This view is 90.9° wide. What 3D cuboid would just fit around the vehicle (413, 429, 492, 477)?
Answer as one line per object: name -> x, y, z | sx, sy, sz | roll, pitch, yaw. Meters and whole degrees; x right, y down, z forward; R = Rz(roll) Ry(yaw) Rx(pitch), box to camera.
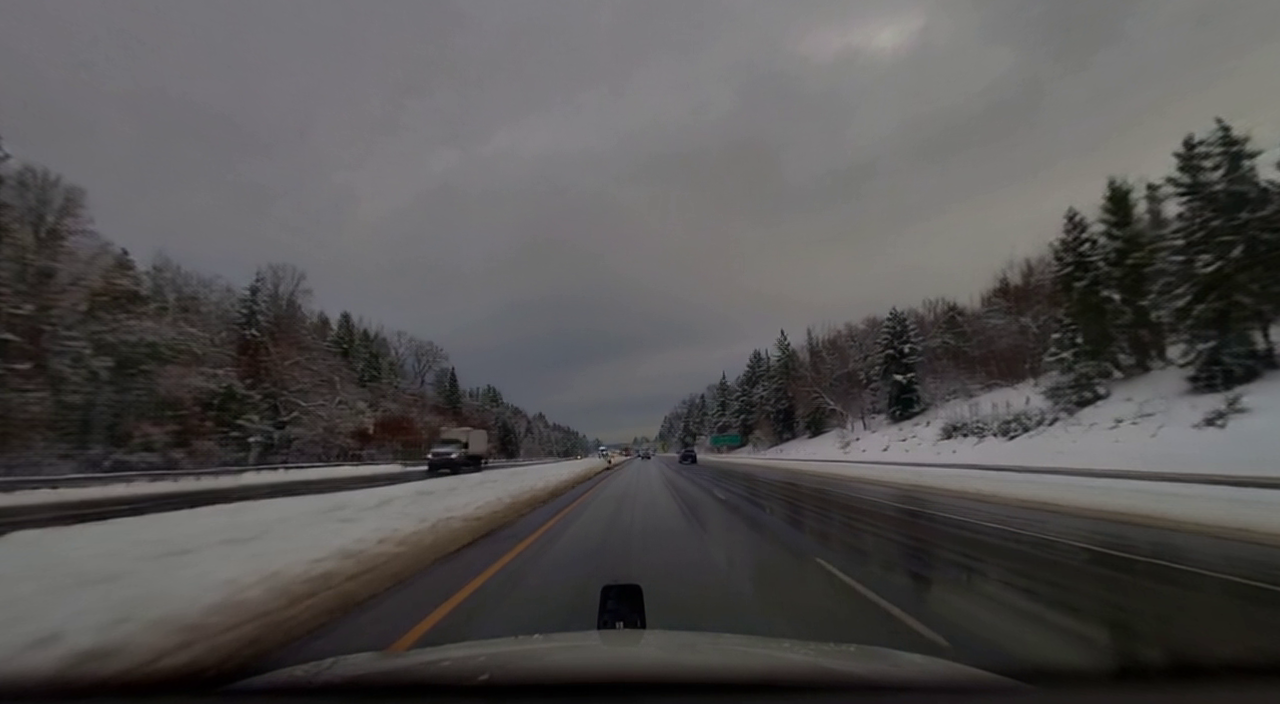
vehicle -> -12.365, 6.753, 42.279 | 2.901, 2.963, 6.971 | 0, -9, 2
